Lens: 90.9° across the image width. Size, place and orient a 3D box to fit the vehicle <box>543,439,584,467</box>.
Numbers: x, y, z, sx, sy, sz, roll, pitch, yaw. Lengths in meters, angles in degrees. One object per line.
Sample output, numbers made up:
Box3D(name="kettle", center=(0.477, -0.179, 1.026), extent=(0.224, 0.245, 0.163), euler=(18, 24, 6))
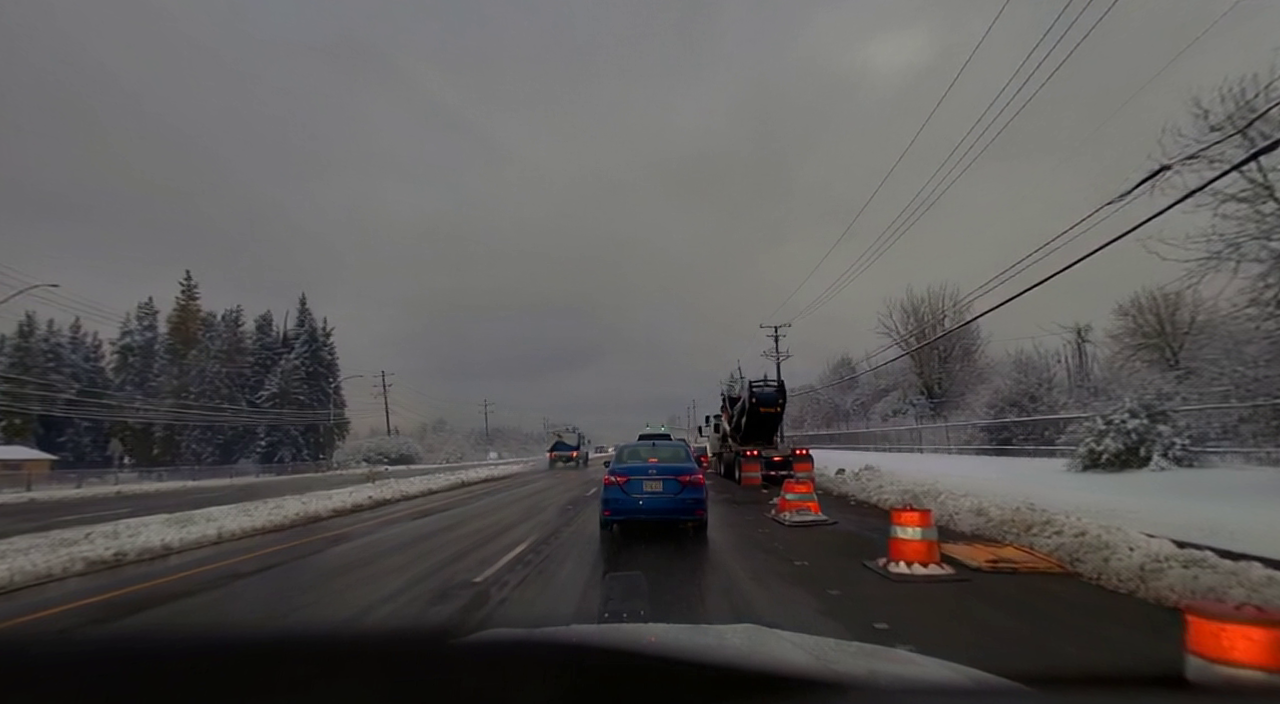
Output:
Box3D(name="vehicle", center=(-4.993, 6.641, 41.763), extent=(1.963, 1.721, 4.467), euler=(-1, -8, 3))

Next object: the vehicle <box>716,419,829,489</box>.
Box3D(name="vehicle", center=(4.225, 3.429, 21.425), extent=(2.555, 2.017, 6.201), euler=(0, -8, 1))

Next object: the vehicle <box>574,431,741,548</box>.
Box3D(name="vehicle", center=(0.232, 2.077, 10.222), extent=(2.128, 1.473, 4.272), euler=(0, -8, 0))
